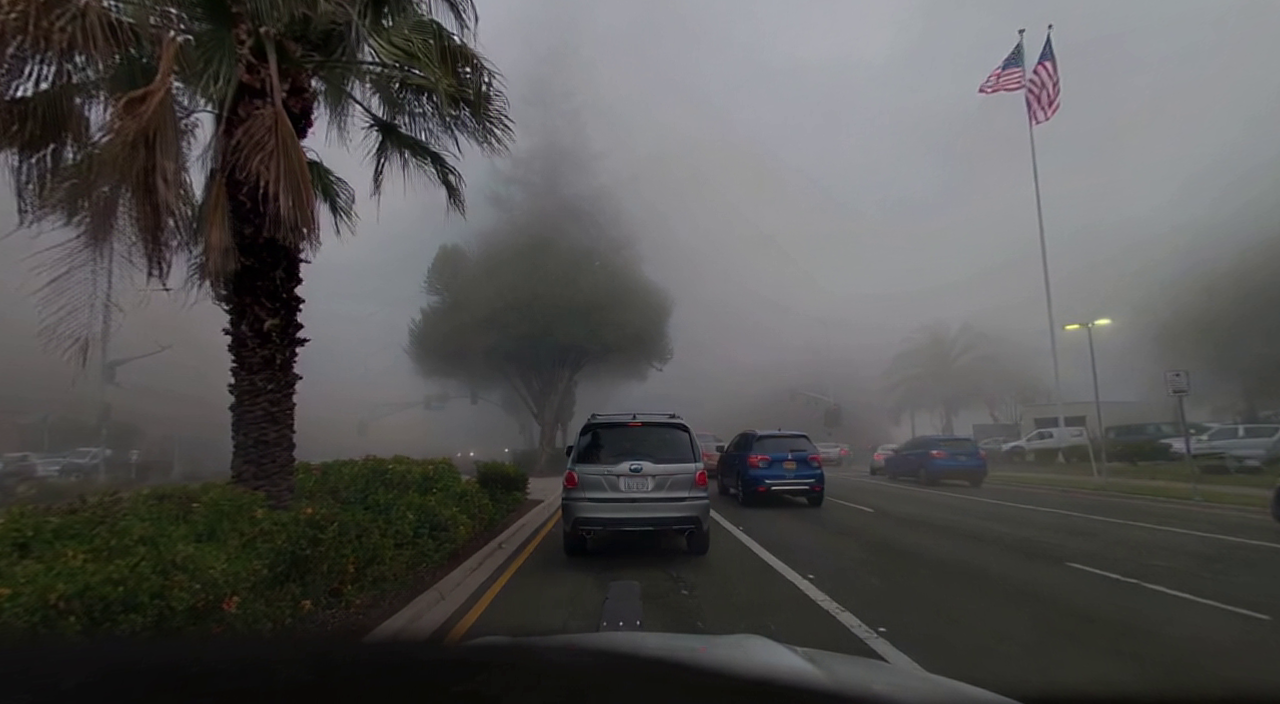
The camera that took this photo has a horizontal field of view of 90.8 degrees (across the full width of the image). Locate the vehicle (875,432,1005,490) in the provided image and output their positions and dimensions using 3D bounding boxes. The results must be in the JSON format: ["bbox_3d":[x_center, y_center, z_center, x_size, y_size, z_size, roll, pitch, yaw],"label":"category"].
[{"bbox_3d":[10.098,3.692,21.751,2.155,1.779,4.582,0,-9,-1],"label":"vehicle"}]

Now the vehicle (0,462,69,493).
[{"bbox_3d":[-45.835,9.052,45.745,6.410,2.078,2.584,0,-9,0],"label":"vehicle"}]

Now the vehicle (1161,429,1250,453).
[{"bbox_3d":[36.417,5.748,40.838,1.839,1.455,4.395,-1,-9,3],"label":"vehicle"}]

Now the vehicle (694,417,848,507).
[{"bbox_3d":[3.249,2.976,17.566,2.773,2.021,6.212,0,-9,-2],"label":"vehicle"}]

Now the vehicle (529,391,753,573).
[{"bbox_3d":[-0.065,1.732,9.144,2.402,1.938,4.535,0,-9,-2],"label":"vehicle"}]
